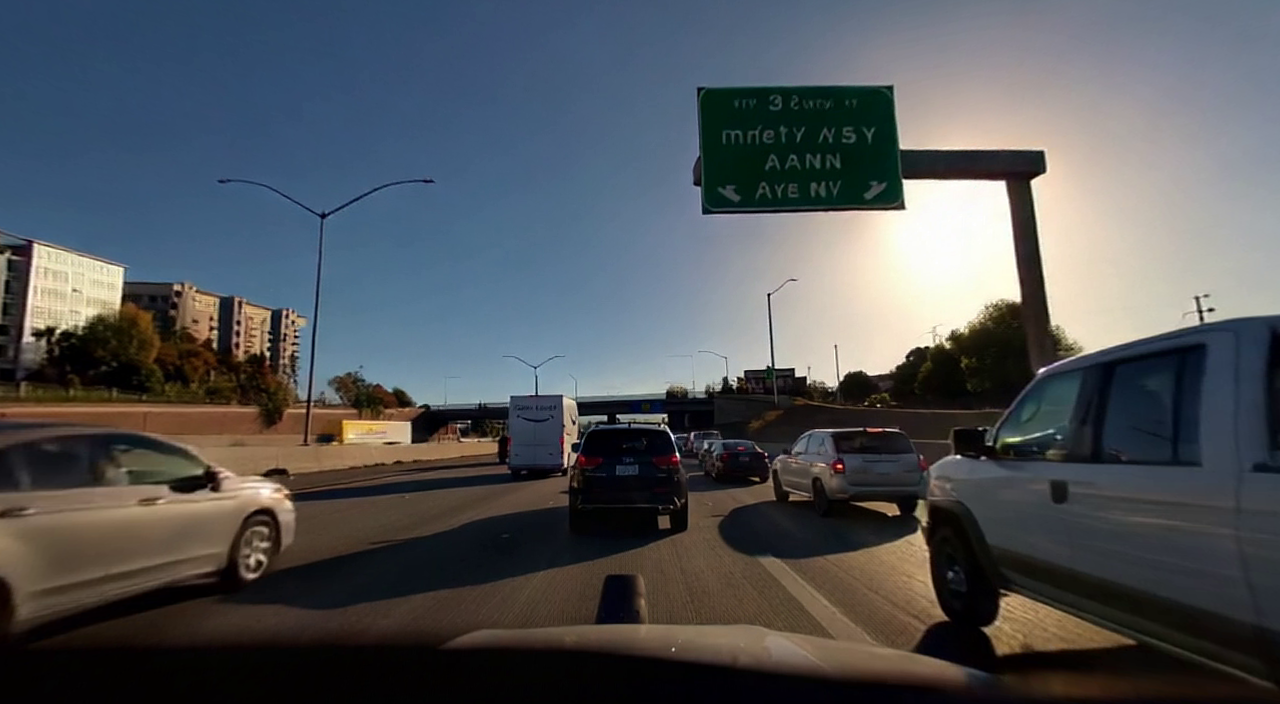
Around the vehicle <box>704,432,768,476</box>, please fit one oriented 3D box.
[{"bbox_3d":[3.997,4.344,27.032,2.064,1.720,4.416,0,-8,0],"label":"vehicle"}]

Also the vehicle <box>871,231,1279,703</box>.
[{"bbox_3d":[2.984,0.683,2.221,2.341,1.890,5.144,0,-8,0],"label":"vehicle"}]

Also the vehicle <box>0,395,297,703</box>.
[{"bbox_3d":[-4.083,1.003,3.346,1.983,1.496,4.371,0,-8,1],"label":"vehicle"}]

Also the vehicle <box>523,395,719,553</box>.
[{"bbox_3d":[-0.222,1.748,9.623,2.287,1.823,4.369,0,-8,0],"label":"vehicle"}]
